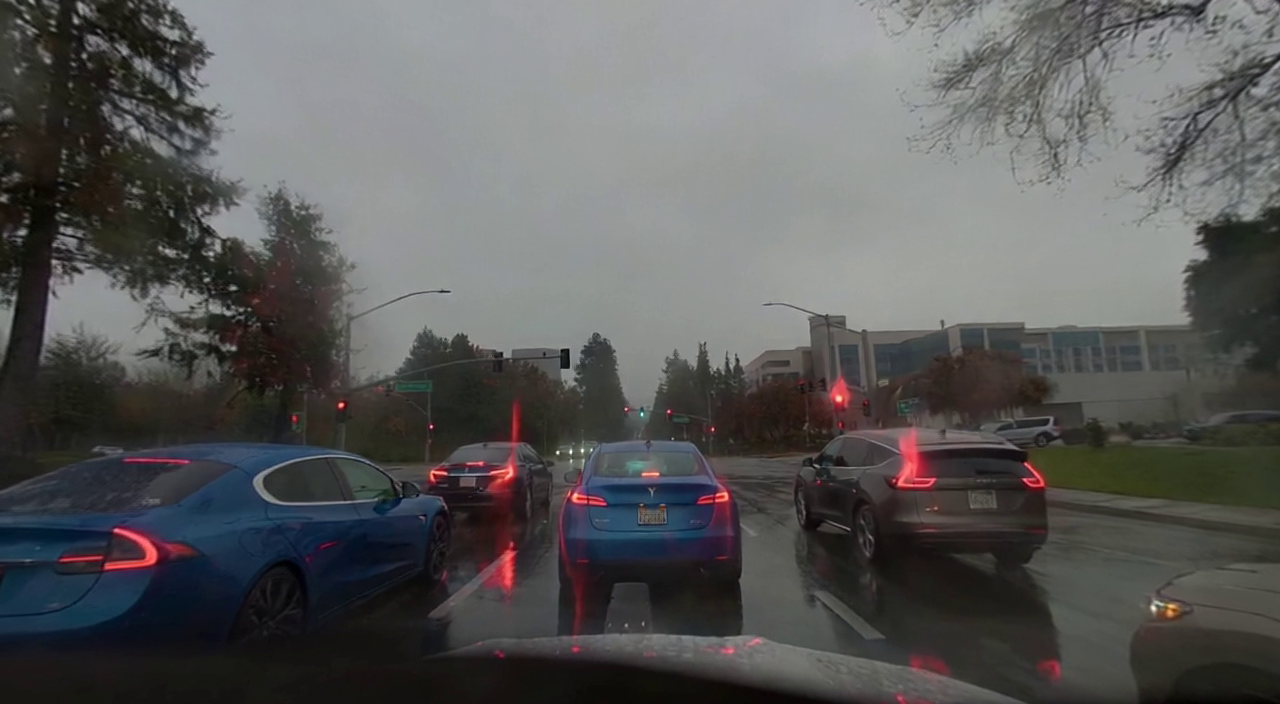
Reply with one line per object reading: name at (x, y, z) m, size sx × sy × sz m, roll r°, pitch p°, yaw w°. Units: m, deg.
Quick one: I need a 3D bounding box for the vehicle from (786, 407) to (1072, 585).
vehicle at (3.403, 1.763, 8.465) m, size 1.938 × 1.732 × 4.006 m, roll 2°, pitch -9°, yaw 0°

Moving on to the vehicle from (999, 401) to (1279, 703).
vehicle at (3.309, 0.853, 1.704) m, size 1.951 × 1.522 × 4.614 m, roll 0°, pitch -8°, yaw 0°

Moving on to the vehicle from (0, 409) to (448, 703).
vehicle at (-3.083, 1.285, 4.508) m, size 2.015 × 1.478 × 4.407 m, roll 0°, pitch -8°, yaw 0°

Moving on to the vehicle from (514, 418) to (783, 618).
vehicle at (0.032, 1.642, 7.219) m, size 2.144 × 1.563 × 4.218 m, roll 0°, pitch -8°, yaw -1°
